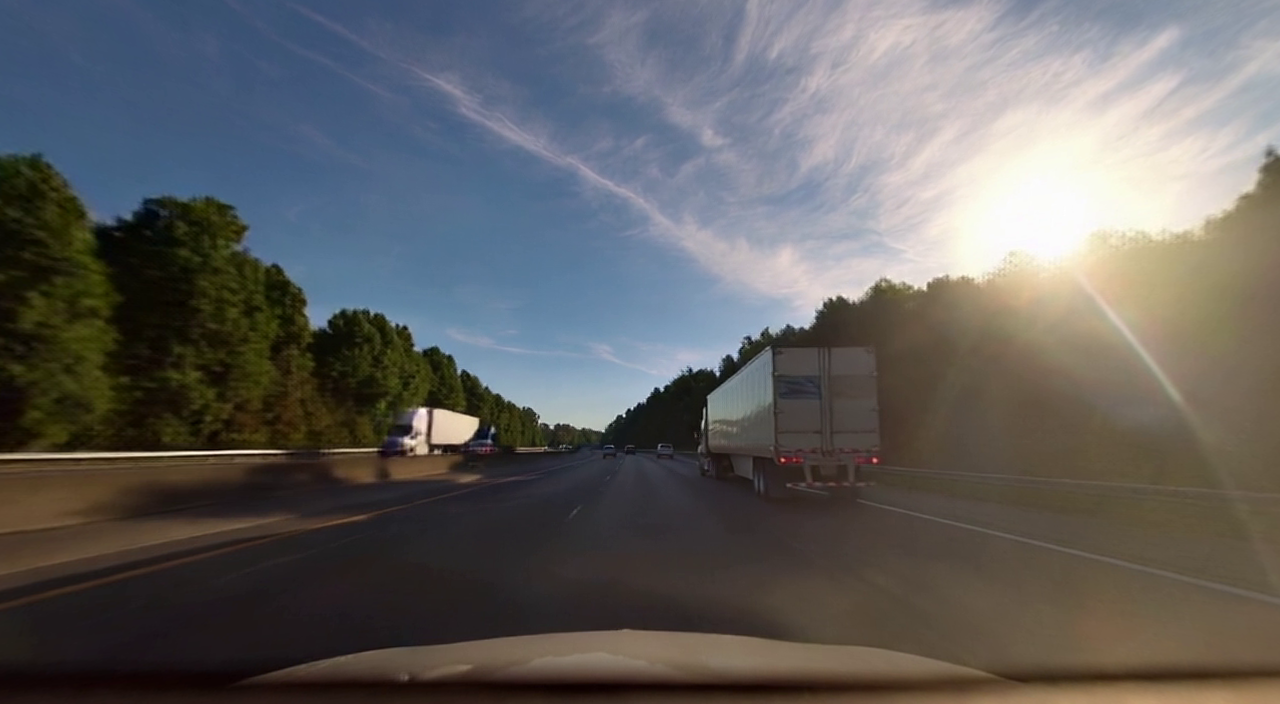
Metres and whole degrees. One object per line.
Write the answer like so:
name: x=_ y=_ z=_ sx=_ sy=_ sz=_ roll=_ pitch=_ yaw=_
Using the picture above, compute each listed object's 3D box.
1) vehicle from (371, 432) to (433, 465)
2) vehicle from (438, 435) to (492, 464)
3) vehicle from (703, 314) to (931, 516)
vehicle: x=-15.225 y=6.227 z=40.566 sx=2.107 sy=1.976 sz=4.747 roll=0 pitch=-9 yaw=0
vehicle: x=-11.045 y=6.248 z=40.226 sx=2.080 sy=1.730 sz=4.801 roll=0 pitch=-9 yaw=0
vehicle: x=4.157 y=2.253 z=19.193 sx=2.950 sy=4.033 sz=13.276 roll=0 pitch=-9 yaw=-1
